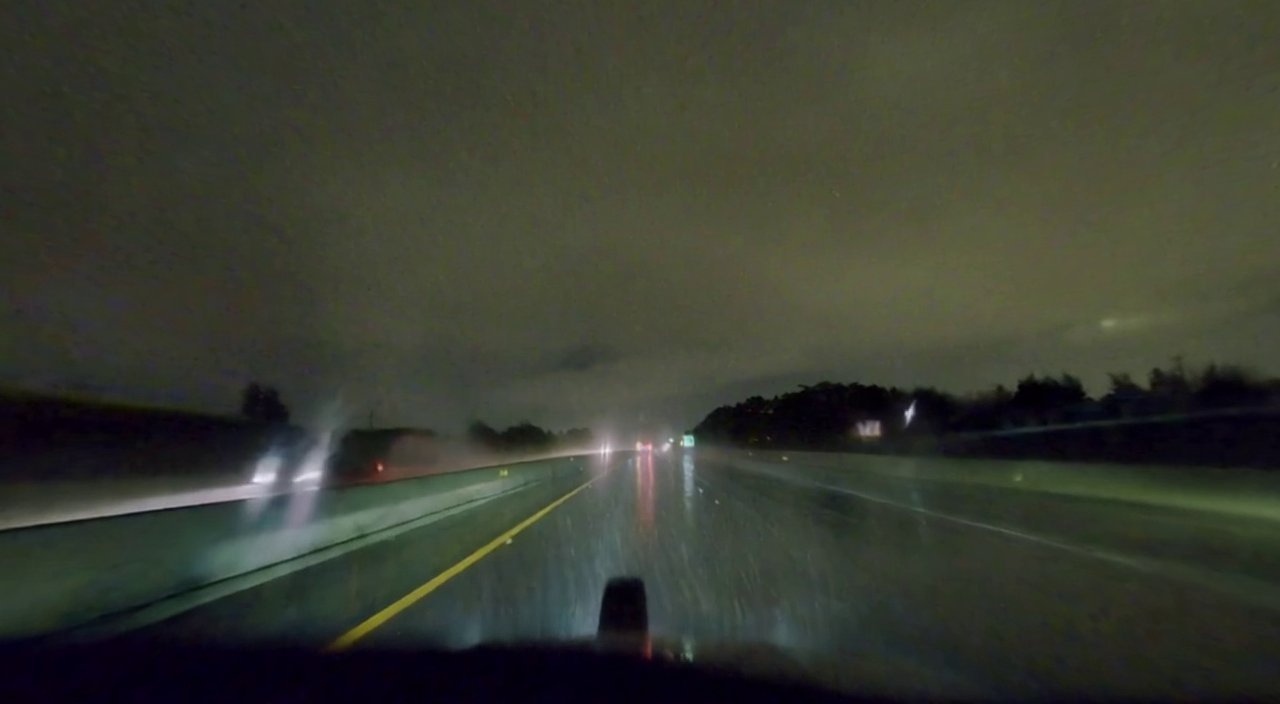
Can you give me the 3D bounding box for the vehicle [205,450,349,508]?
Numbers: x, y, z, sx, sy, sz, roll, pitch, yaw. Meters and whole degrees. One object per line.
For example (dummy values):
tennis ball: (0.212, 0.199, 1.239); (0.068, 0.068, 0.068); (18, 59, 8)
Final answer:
vehicle: (-10.522, 3.676, 18.688); (1.750, 1.465, 4.091); (-1, -8, 1)
